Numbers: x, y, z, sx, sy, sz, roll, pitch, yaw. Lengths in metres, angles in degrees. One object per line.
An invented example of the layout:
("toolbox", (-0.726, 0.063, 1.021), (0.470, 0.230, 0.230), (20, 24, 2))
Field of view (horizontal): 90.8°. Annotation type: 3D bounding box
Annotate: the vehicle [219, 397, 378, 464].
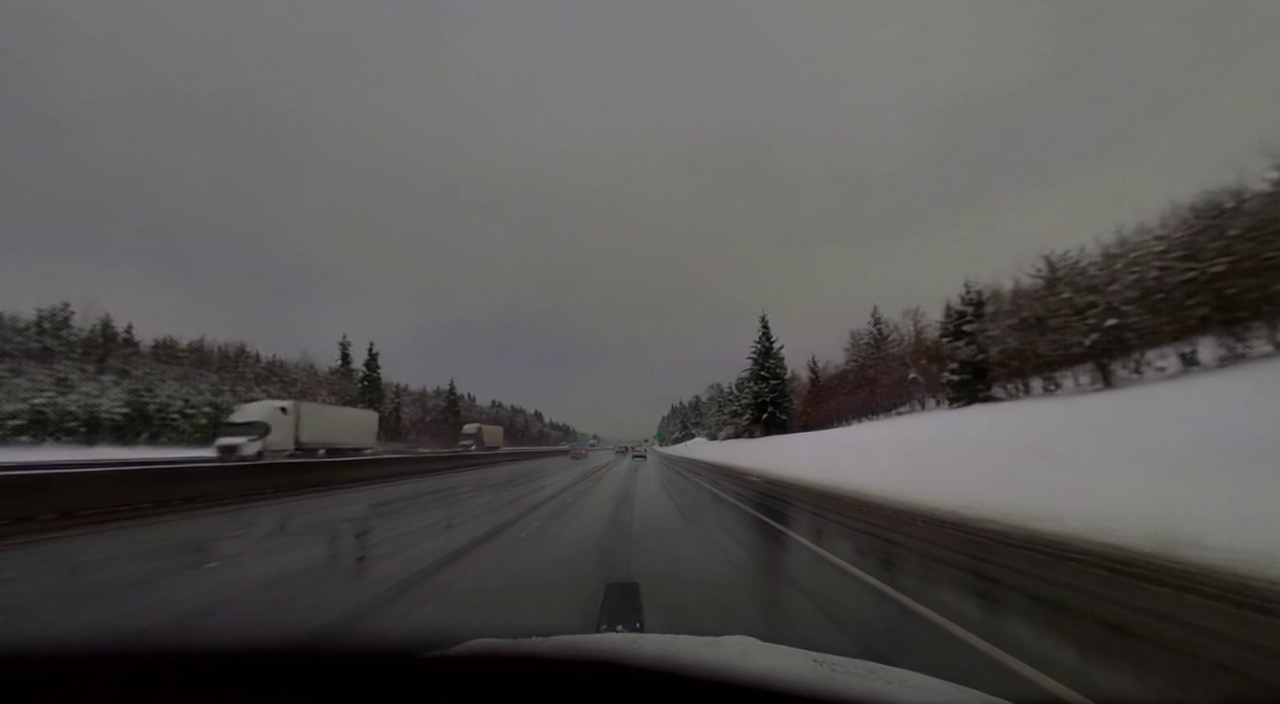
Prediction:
("vehicle", (-23.041, 5.744, 44.307), (2.900, 3.886, 14.872), (0, -9, 0))
